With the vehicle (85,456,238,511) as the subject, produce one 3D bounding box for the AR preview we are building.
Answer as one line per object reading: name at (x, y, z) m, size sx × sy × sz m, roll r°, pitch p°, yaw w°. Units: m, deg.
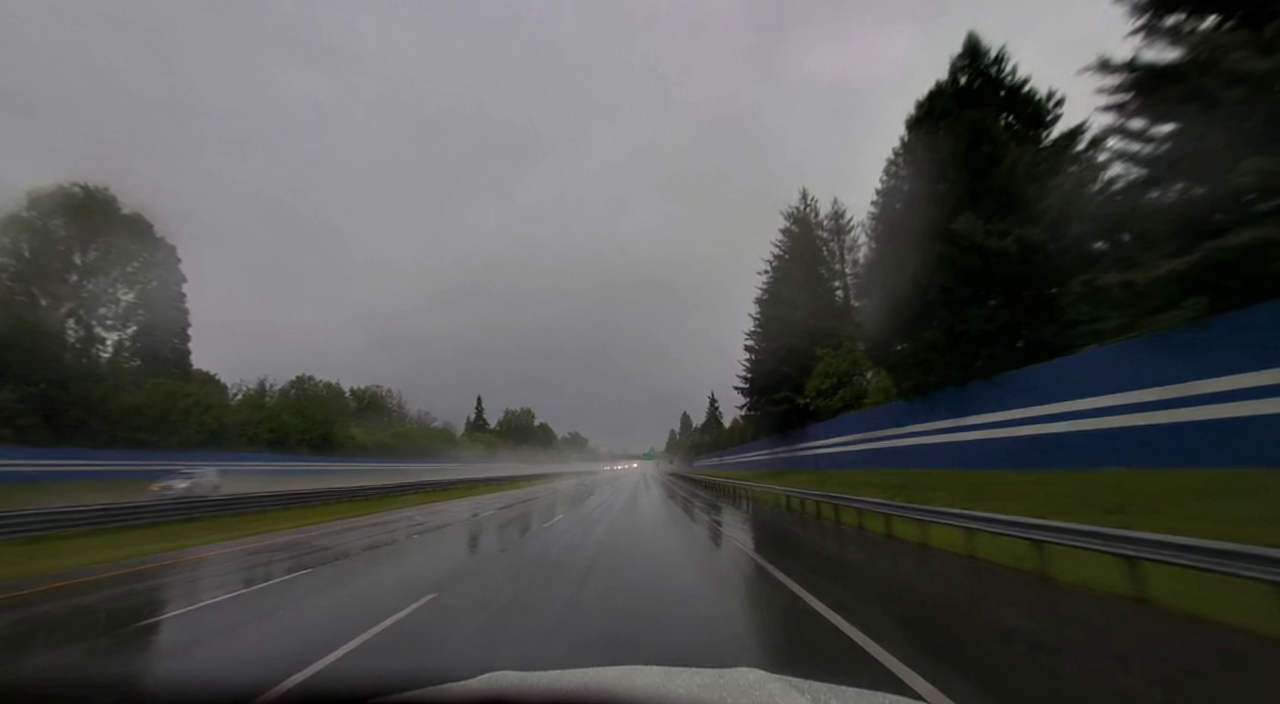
vehicle at (-17.147, 4.727, 22.945) m, size 1.974 × 1.730 × 4.507 m, roll 1°, pitch -11°, yaw 0°
